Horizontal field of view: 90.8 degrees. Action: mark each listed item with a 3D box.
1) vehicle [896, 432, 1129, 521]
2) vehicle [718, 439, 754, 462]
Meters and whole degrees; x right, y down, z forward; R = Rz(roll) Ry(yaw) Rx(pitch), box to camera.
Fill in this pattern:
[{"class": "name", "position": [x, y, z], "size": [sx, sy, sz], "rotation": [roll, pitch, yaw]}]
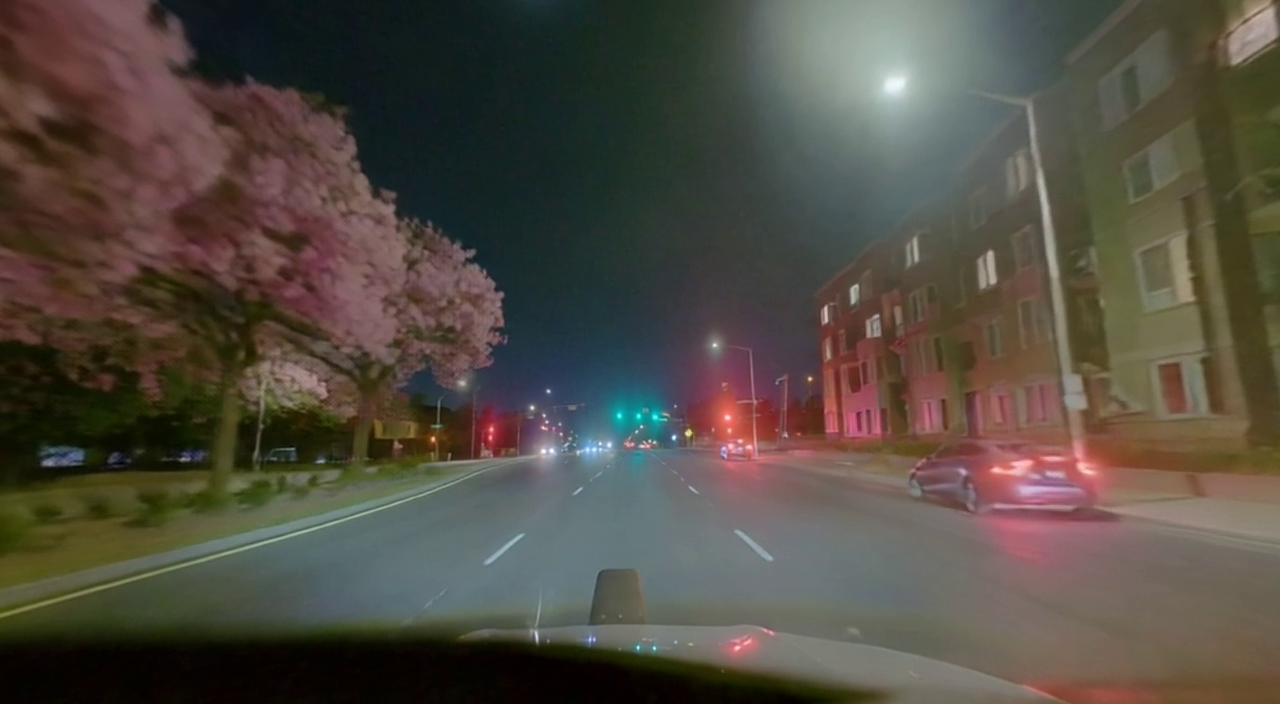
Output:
[{"class": "vehicle", "position": [7.063, 2.386, 12.684], "size": [2.032, 1.449, 4.413], "rotation": [0, -8, 1]}, {"class": "vehicle", "position": [7.142, 7.363, 47.407], "size": [1.933, 1.580, 4.162], "rotation": [0, -8, -1]}]
